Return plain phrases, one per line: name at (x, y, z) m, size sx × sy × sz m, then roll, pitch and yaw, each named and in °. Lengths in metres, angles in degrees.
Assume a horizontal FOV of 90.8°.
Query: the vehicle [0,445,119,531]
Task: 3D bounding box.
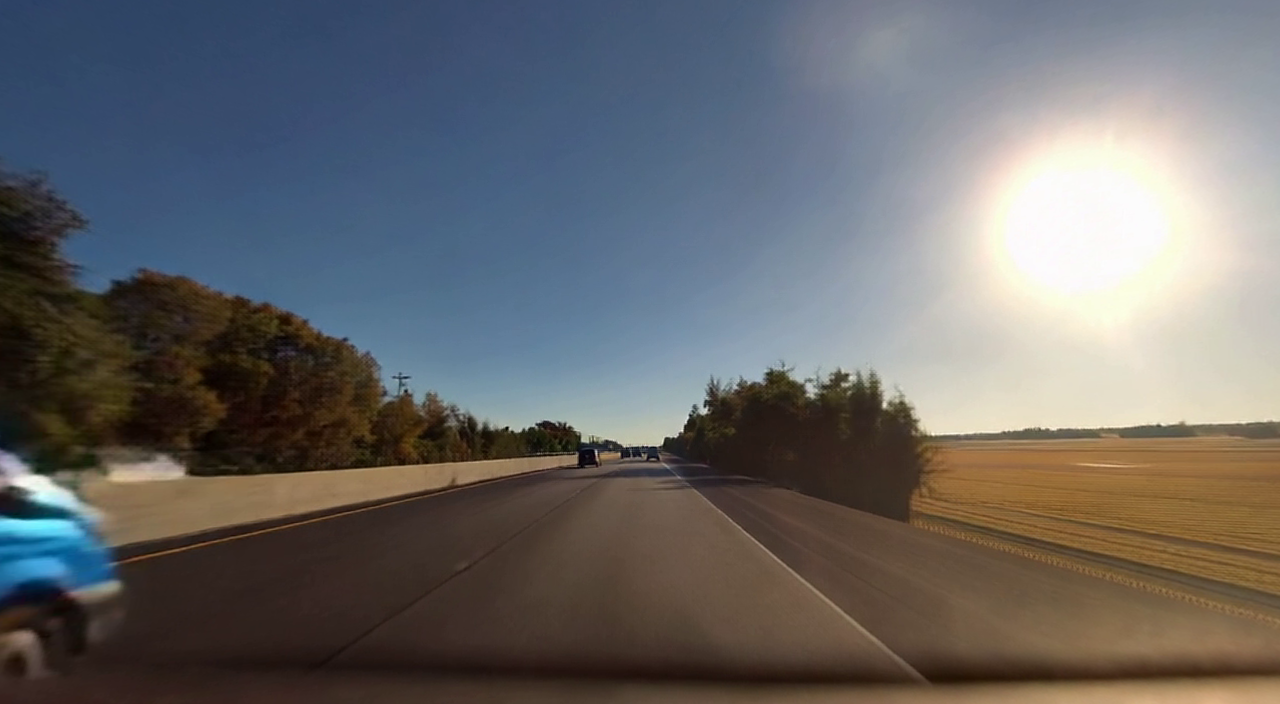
vehicle at (-12.025, 2.376, 11.063) m, size 1.908 × 1.470 × 4.498 m, roll 0°, pitch -8°, yaw 0°
